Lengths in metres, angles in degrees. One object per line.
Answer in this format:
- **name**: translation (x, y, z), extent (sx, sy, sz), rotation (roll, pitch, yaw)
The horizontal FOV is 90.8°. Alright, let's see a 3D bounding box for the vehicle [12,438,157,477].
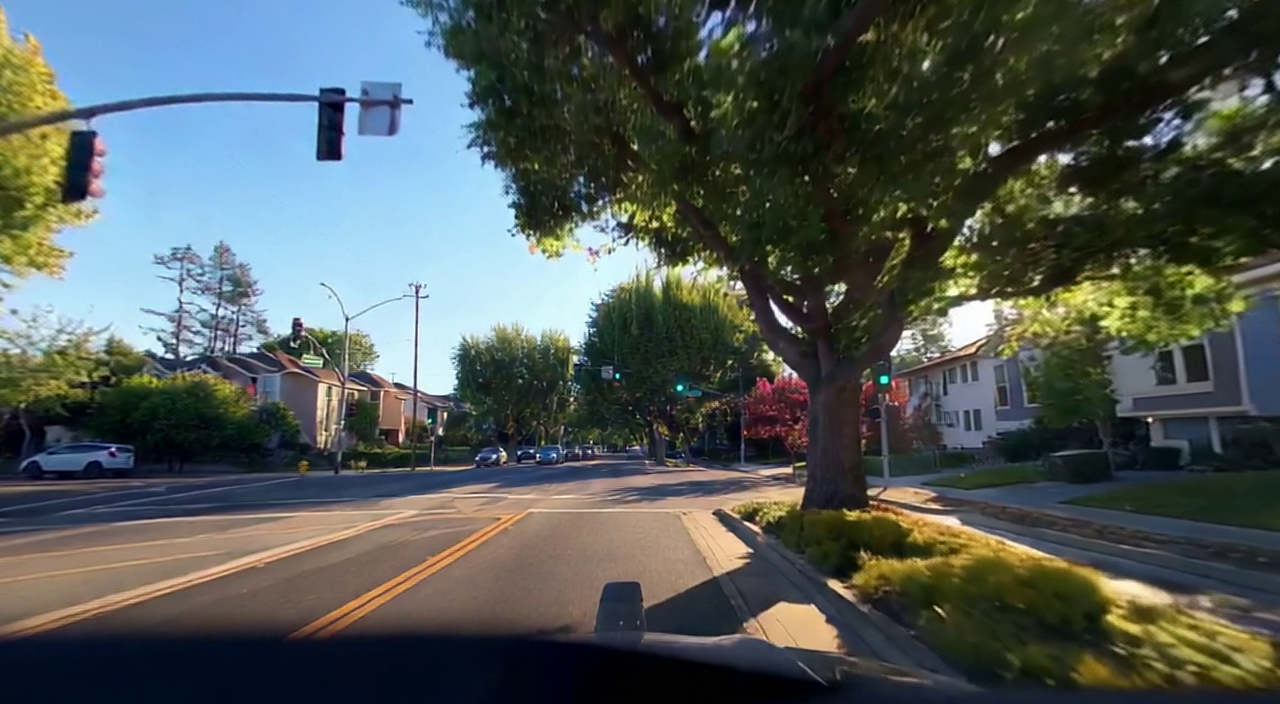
- **vehicle**: translation (-26.661, 5.080, 30.506), extent (4.802, 1.776, 2.090), rotation (1, -8, -5)

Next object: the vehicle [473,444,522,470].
- **vehicle**: translation (-8.781, 6.487, 39.338), extent (1.985, 1.475, 4.383), rotation (0, -8, 1)

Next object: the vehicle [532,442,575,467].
- **vehicle**: translation (-5.338, 6.411, 39.638), extent (2.003, 1.462, 4.220), rotation (0, -8, 1)
